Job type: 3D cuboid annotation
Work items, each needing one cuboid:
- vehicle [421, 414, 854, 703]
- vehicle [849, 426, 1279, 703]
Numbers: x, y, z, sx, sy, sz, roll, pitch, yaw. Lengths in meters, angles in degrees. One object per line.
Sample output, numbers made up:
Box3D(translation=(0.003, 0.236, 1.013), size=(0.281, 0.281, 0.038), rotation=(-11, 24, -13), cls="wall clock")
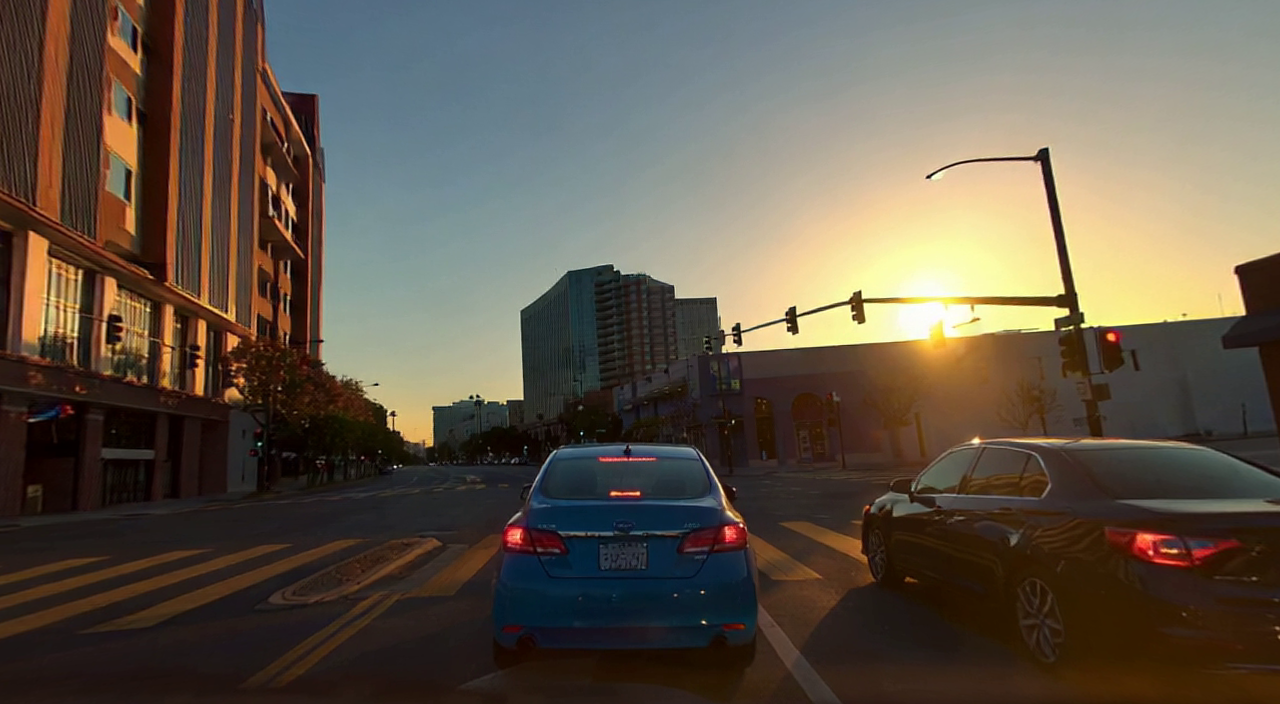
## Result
Box3D(translation=(-0.045, 1.352, 5.157), size=(2.094, 1.481, 4.078), rotation=(0, -8, -1), cls="vehicle")
Box3D(translation=(3.353, 1.377, 5.083), size=(1.860, 1.430, 4.089), rotation=(0, -8, -1), cls="vehicle")
